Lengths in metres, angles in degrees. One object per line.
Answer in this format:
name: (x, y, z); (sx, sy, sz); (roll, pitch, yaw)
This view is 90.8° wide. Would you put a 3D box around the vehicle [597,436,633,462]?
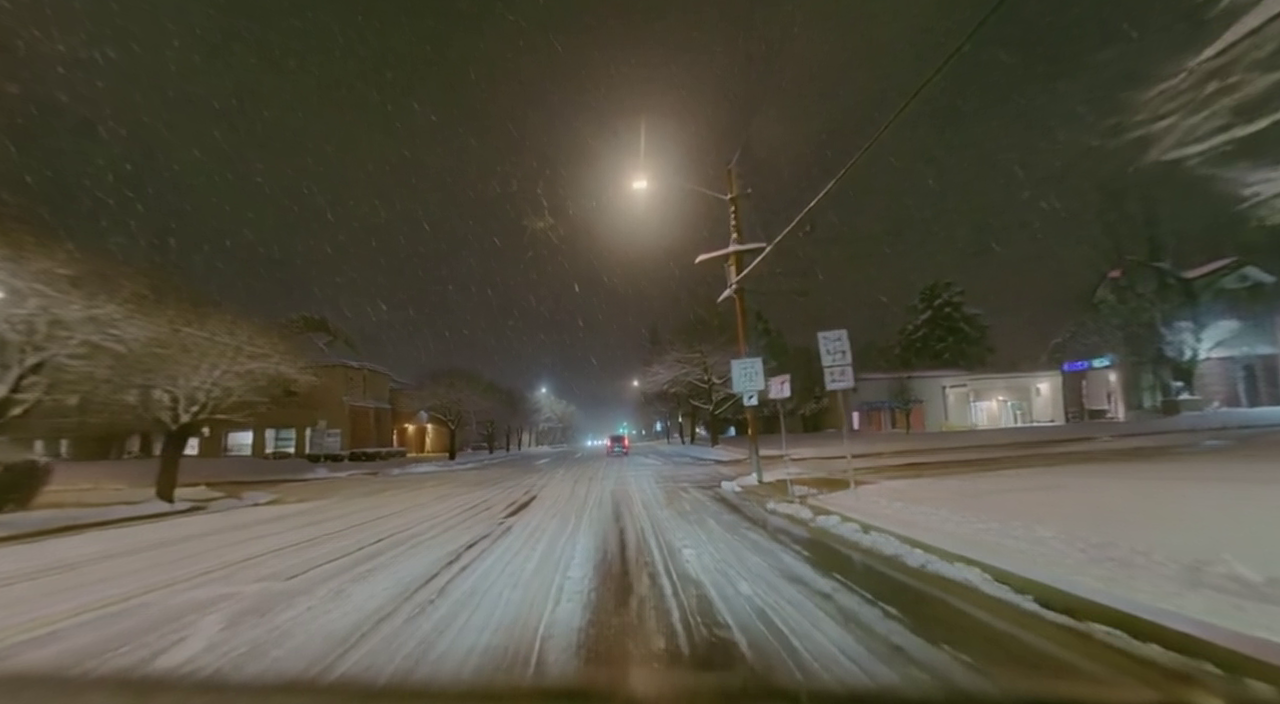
vehicle: (-1.552, 5.915, 38.907); (2.131, 1.474, 4.146); (0, -8, -2)
